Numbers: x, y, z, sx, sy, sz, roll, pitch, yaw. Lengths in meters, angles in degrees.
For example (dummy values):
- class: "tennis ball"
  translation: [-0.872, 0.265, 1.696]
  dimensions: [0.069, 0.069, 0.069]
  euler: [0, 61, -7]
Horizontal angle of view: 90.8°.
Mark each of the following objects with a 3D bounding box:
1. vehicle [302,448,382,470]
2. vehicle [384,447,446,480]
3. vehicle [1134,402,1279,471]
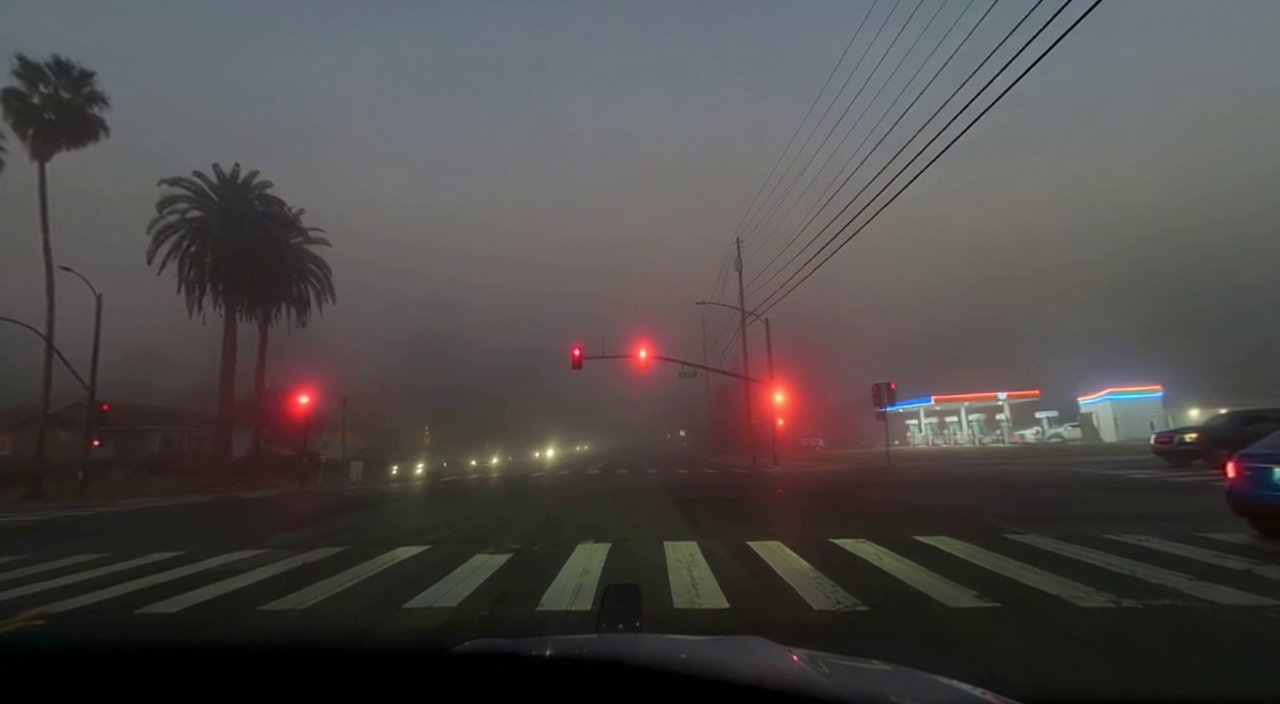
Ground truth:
- class: "vehicle"
  translation: [-20.896, 7.530, 44.456]
  dimensions: [4.672, 1.469, 1.816]
  euler: [0, -9, -2]
- class: "vehicle"
  translation: [-13.008, 6.416, 36.791]
  dimensions: [2.009, 1.777, 4.559]
  euler: [0, -9, -1]
- class: "vehicle"
  translation: [17.428, 2.411, 18.052]
  dimensions: [5.086, 1.817, 1.952]
  euler: [1, -9, -5]
